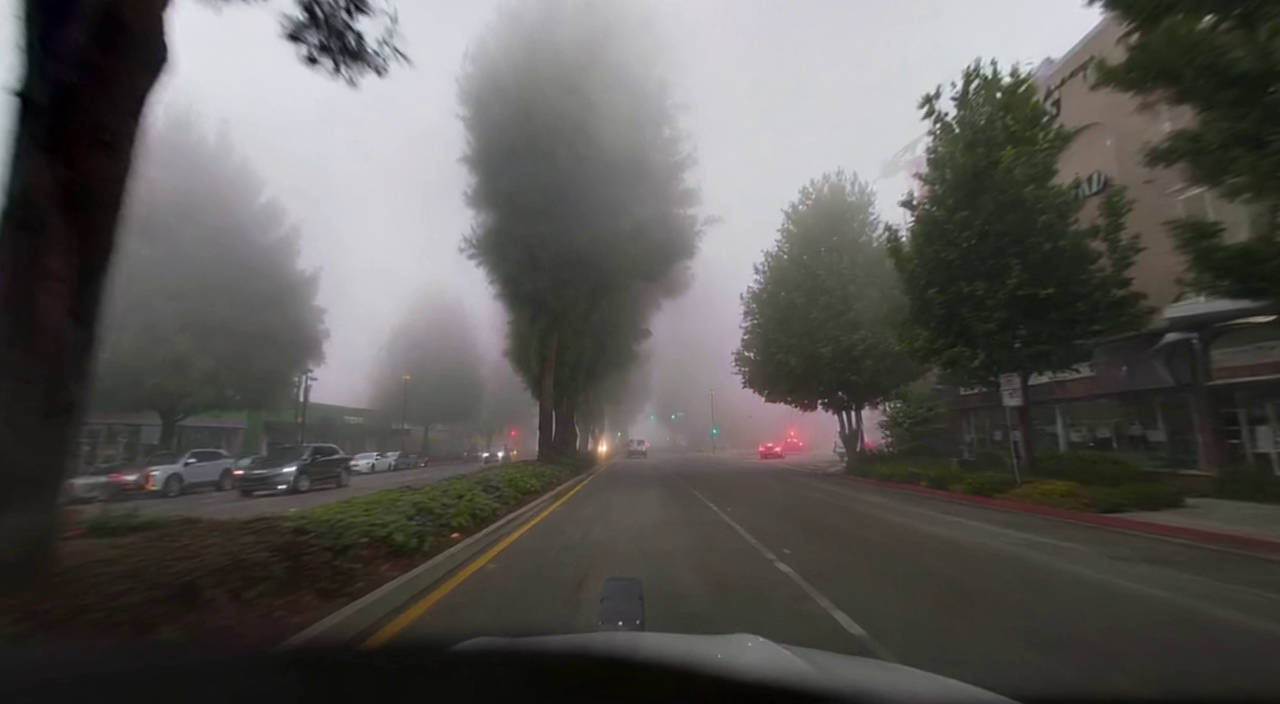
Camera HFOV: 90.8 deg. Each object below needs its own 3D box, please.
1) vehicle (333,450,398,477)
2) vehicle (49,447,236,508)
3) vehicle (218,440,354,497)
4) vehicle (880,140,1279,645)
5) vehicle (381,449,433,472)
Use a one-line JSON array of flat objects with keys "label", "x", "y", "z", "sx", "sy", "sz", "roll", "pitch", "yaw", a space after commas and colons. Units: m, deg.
[{"label": "vehicle", "x": -16.345, "y": 6.639, "z": 37.868, "sx": 1.856, "sy": 1.496, "sz": 4.686, "roll": 0, "pitch": -9, "yaw": -1}, {"label": "vehicle", "x": -16.143, "y": 4.030, "z": 20.959, "sx": 2.103, "sy": 1.746, "sz": 4.992, "roll": 0, "pitch": -8, "yaw": 0}, {"label": "vehicle", "x": -11.936, "y": 3.916, "z": 21.735, "sx": 1.983, "sy": 1.700, "sz": 4.695, "roll": 0, "pitch": -9, "yaw": -1}, {"label": "vehicle", "x": 5.657, "y": 0.301, "z": 4.409, "sx": 3.052, "sy": 3.242, "sz": 10.672, "roll": 0, "pitch": -9, "yaw": -4}, {"label": "vehicle", "x": -16.269, "y": 7.577, "z": 44.402, "sx": 1.852, "sy": 1.476, "sz": 4.704, "roll": 0, "pitch": -9, "yaw": 0}]
